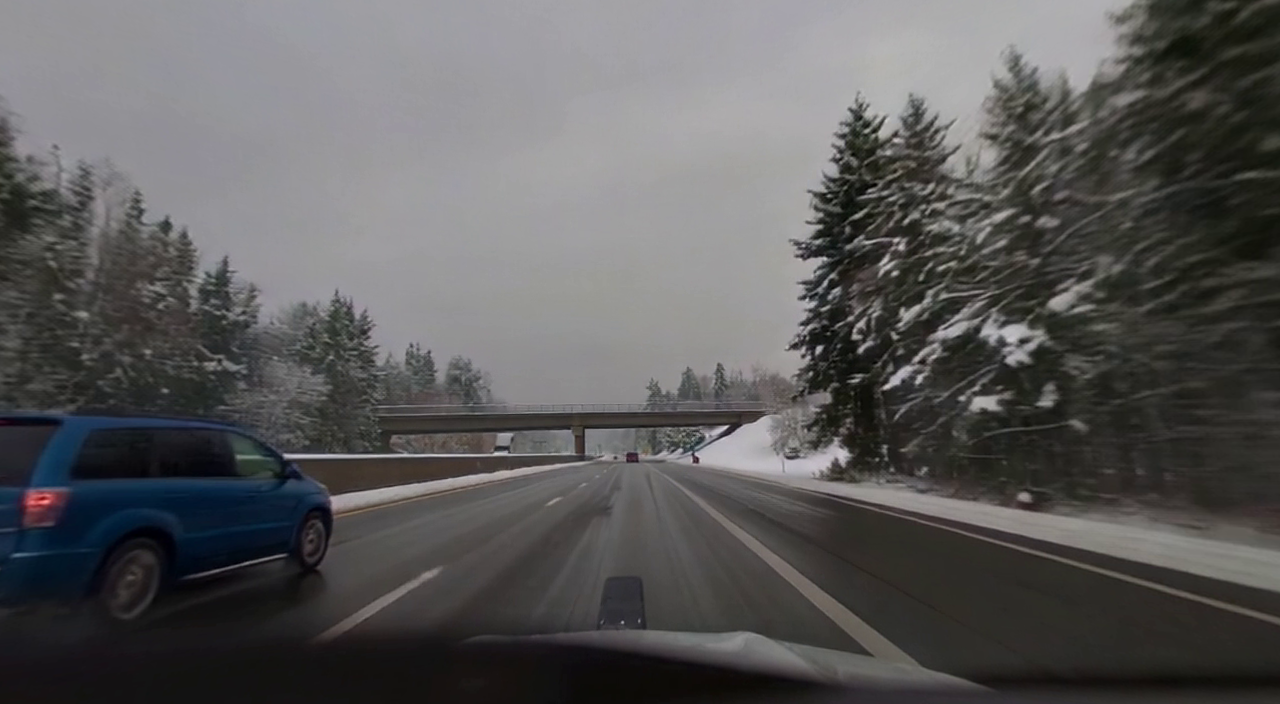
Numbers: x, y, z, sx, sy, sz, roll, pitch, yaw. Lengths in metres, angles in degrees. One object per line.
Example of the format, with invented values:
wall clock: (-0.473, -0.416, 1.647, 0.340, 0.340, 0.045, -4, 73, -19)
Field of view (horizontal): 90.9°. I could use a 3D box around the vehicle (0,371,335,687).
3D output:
vehicle: (-4.699, 1.214, 4.956, 2.221, 1.750, 4.706, 0, -9, 0)
